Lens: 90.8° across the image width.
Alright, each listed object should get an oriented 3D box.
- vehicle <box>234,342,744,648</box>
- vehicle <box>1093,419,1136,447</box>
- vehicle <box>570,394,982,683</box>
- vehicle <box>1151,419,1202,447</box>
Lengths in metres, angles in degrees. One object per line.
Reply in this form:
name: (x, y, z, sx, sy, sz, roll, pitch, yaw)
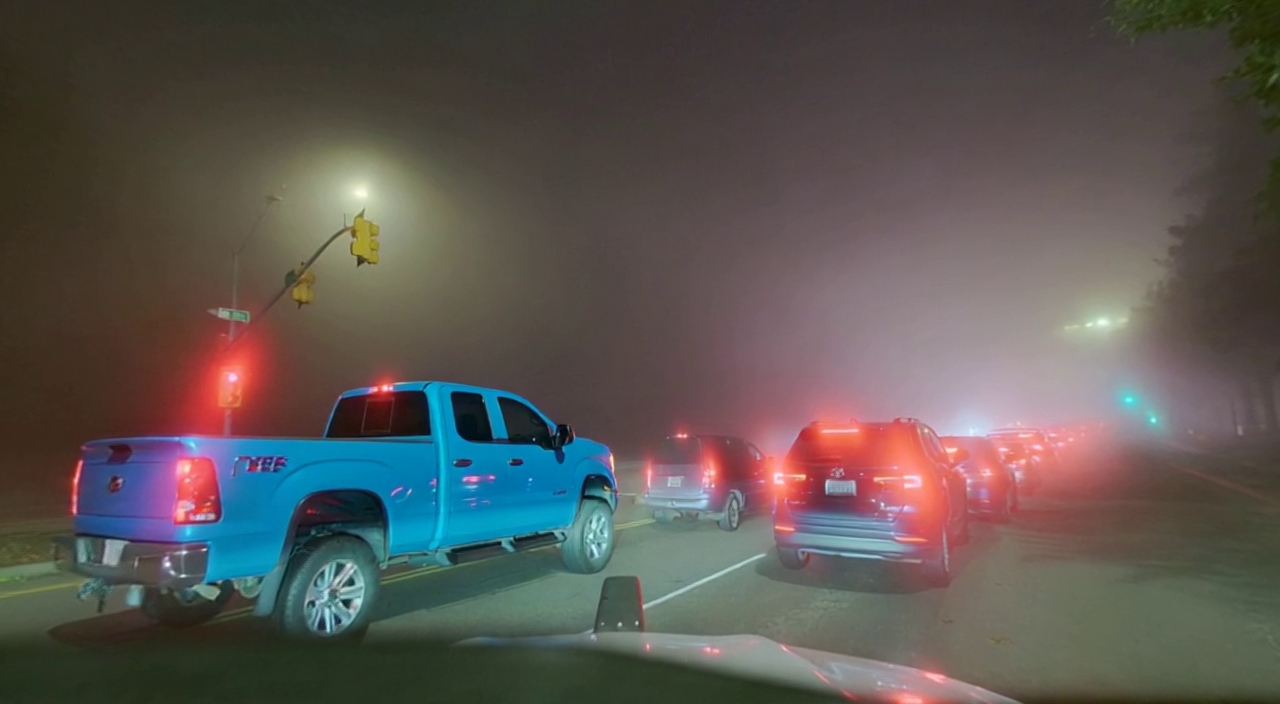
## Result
vehicle: (-0.877, 1.404, 7.466, 2.272, 2.016, 6.146, -5, -10, 28)
vehicle: (32.805, 5.671, 43.707, 2.160, 1.790, 4.303, -6, -10, 35)
vehicle: (1.715, 1.376, 6.001, 2.027, 1.549, 4.801, -6, -10, 35)
vehicle: (35.789, 5.473, 42.205, 2.183, 1.714, 4.491, -6, -11, 37)
